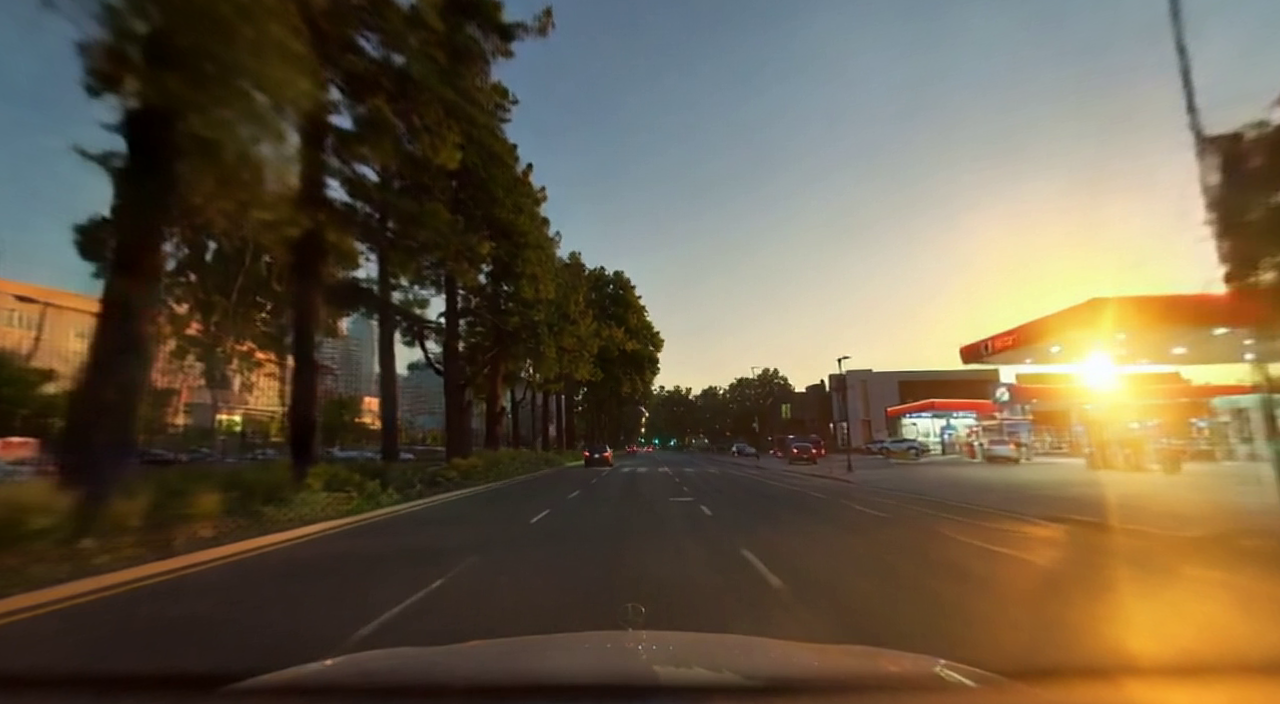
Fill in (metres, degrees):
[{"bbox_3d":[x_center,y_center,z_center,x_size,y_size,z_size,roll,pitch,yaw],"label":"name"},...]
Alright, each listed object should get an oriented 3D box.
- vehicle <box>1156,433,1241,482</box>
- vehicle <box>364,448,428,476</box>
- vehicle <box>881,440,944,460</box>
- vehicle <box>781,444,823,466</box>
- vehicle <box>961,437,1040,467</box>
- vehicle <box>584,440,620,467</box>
[{"bbox_3d":[20.837,3.902,23.456,4.394,1.624,1.803,8,-13,-43],"label":"vehicle"},{"bbox_3d":[-14.712,6.653,38.298,1.894,1.574,4.655,0,-9,2],"label":"vehicle"},{"bbox_3d":[21.539,7.733,49.735,4.674,1.471,1.954,4,-10,-28],"label":"vehicle"},{"bbox_3d":[11.885,7.571,46.568,1.967,1.500,4.353,-1,-9,1],"label":"vehicle"},{"bbox_3d":[21.459,5.913,37.478,4.484,1.697,1.959,5,-10,-30],"label":"vehicle"},{"bbox_3d":[-2.687,7.374,45.846,2.196,1.801,4.542,0,-9,1],"label":"vehicle"}]
